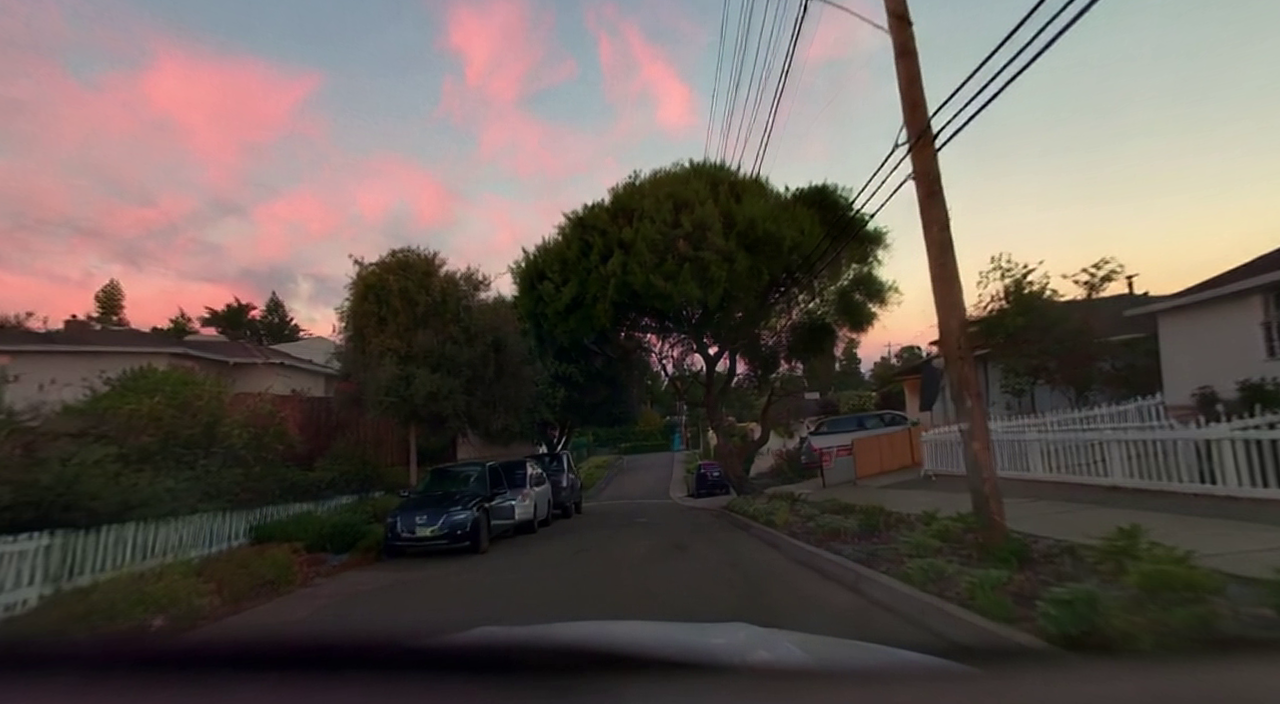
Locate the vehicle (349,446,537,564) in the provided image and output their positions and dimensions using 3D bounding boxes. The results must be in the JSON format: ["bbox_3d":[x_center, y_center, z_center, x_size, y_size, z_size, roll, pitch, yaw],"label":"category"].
[{"bbox_3d":[-3.113,2.472,11.170,2.081,1.589,4.691,0,-8,-4],"label":"vehicle"}]

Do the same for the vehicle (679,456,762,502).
[{"bbox_3d":[3.162,5.028,25.407,3.005,1.535,4.025,-2,-8,5],"label":"vehicle"}]

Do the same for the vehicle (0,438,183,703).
[{"bbox_3d":[-4.981,1.075,2.337,4.537,1.595,2.471,1,-13,-2],"label":"vehicle"}]

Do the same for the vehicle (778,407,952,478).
[{"bbox_3d":[6.395,2.620,18.332,4.249,1.905,1.904,0,-8,-2],"label":"vehicle"}]
